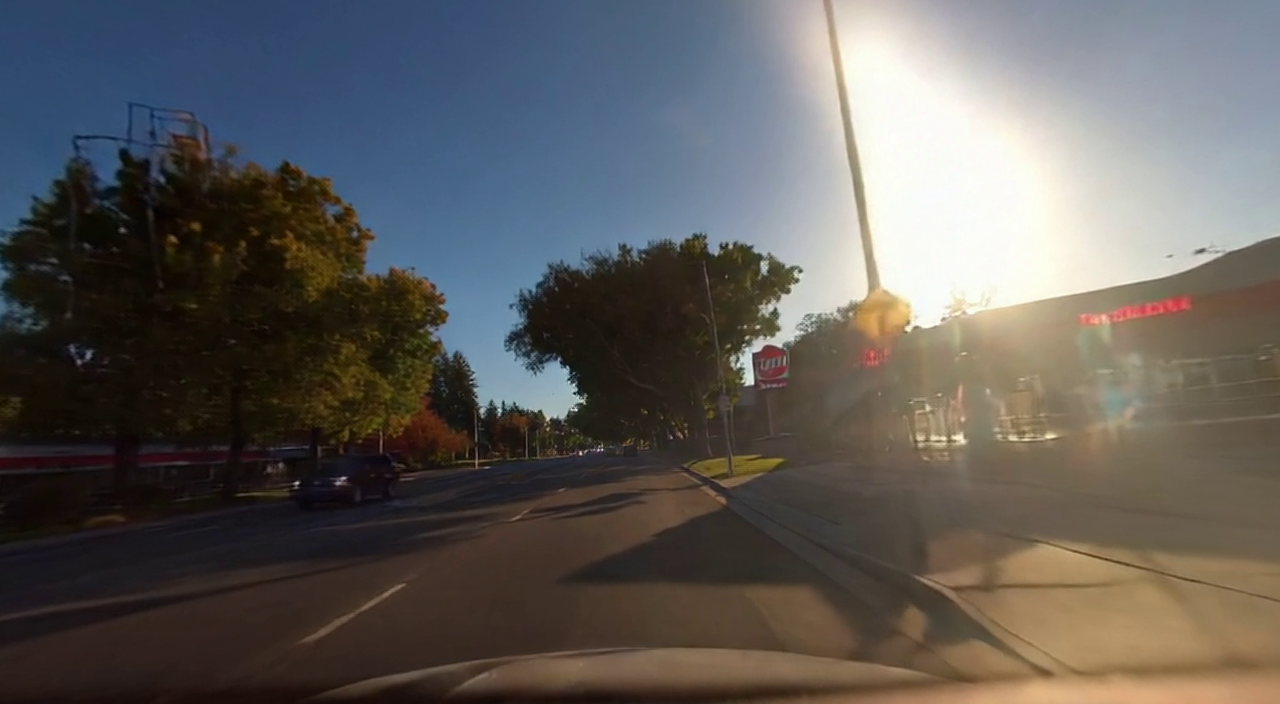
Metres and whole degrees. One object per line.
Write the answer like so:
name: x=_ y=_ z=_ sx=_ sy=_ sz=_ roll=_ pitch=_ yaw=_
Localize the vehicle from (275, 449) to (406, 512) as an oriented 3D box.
vehicle: x=-9.170 y=3.921 z=19.839 sx=2.050 sy=1.721 sz=4.369 roll=0 pitch=-8 yaw=-1
